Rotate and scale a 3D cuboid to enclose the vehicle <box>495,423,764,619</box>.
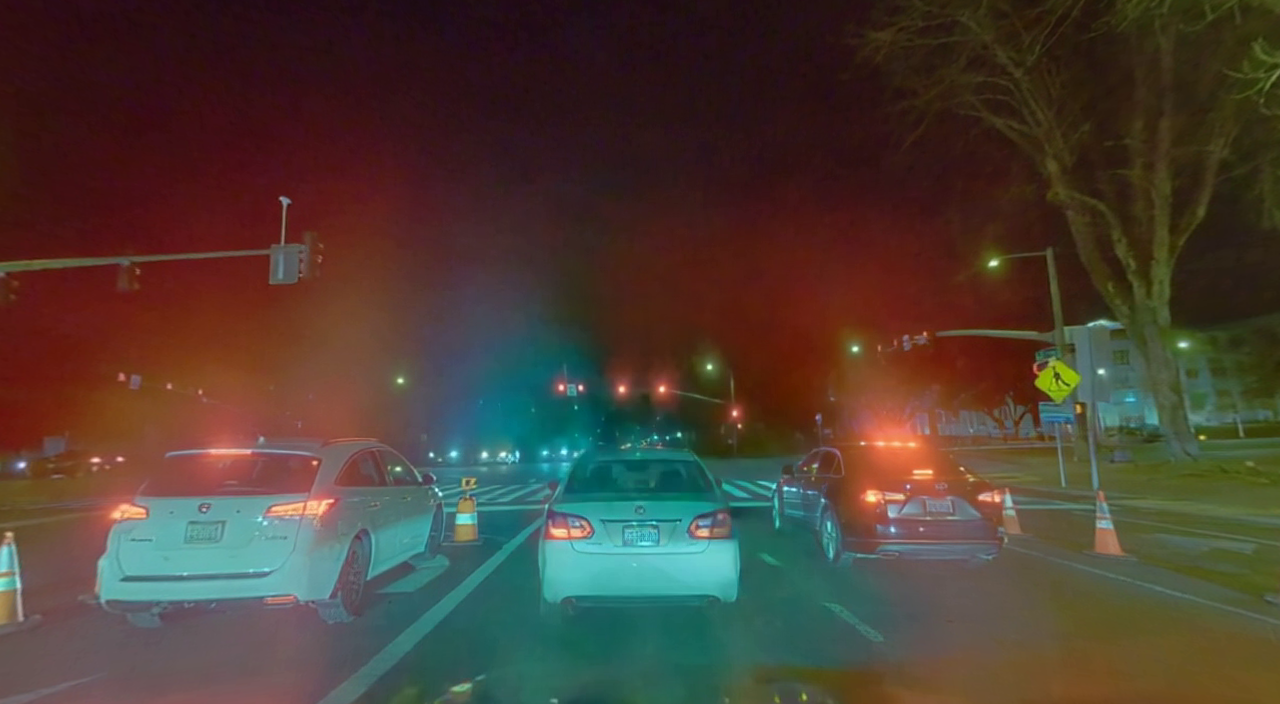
[{"bbox_3d":[-0.123,1.625,7.076,2.061,1.486,4.332,0,-8,-1],"label":"vehicle"}]

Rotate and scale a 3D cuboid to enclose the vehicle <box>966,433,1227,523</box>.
[{"bbox_3d":[9.359,2.589,13.579,1.957,1.576,4.670,0,-9,-3],"label":"vehicle"}]

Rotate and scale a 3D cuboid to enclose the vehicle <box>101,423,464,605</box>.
[{"bbox_3d":[-3.604,1.674,7.400,1.863,1.526,4.006,0,-8,1],"label":"vehicle"}]
